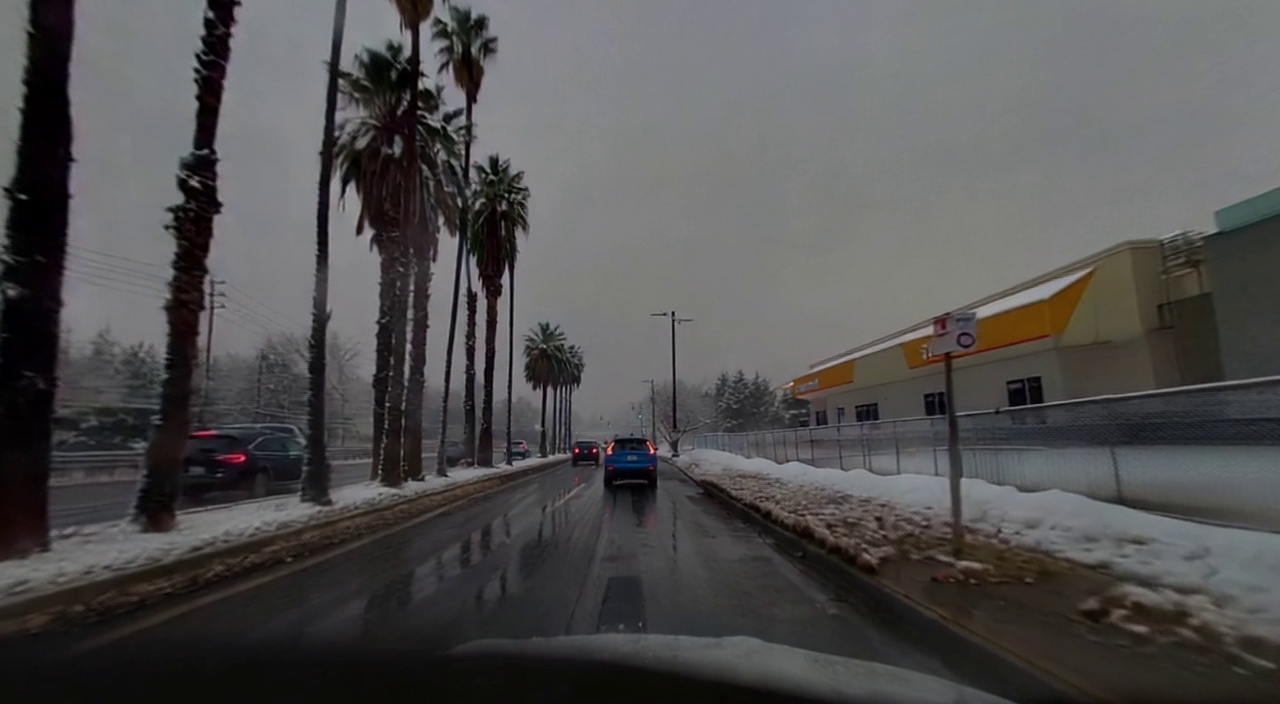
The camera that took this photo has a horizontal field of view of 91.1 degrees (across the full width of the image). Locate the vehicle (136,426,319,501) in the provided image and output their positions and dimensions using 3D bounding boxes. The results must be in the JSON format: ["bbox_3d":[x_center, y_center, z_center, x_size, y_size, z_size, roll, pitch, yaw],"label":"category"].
[{"bbox_3d":[-10.818,2.946,16.945,1.965,1.743,4.327,0,-9,0],"label":"vehicle"}]

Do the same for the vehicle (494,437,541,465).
[{"bbox_3d":[-7.673,6.248,39.642,2.099,1.608,4.420,0,-9,0],"label":"vehicle"}]

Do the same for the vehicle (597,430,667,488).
[{"bbox_3d":[-0.231,3.521,20.842,2.121,1.710,3.893,0,-9,0],"label":"vehicle"}]

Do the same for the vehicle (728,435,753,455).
[{"bbox_3d":[7.671,7.128,47.870,1.837,1.416,3.947,-1,-9,9],"label":"vehicle"}]

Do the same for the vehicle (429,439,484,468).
[{"bbox_3d":[-11.387,6.349,39.386,1.998,1.731,4.952,0,-9,-1],"label":"vehicle"}]
